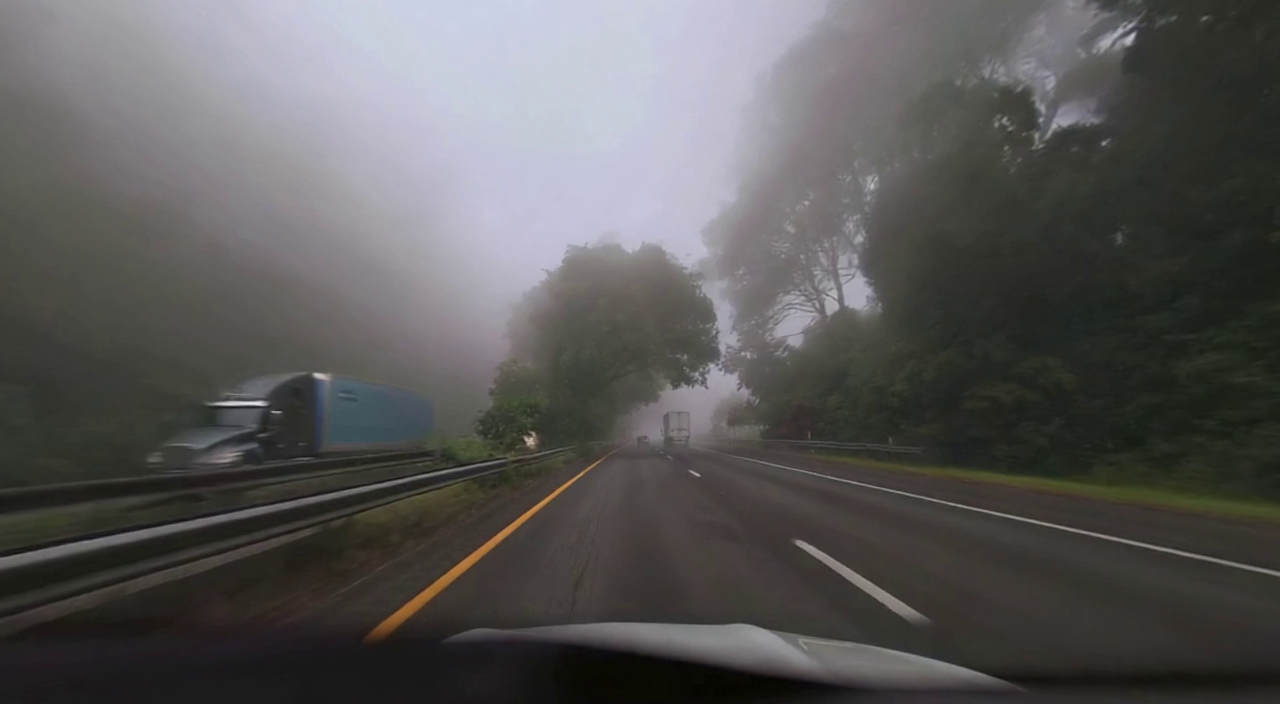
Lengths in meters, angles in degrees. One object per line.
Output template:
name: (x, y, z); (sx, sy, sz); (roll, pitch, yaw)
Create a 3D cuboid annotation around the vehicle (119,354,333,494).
vehicle: (-13.247, 2.418, 20.955); (3.019, 3.999, 5.761); (0, -8, 0)
